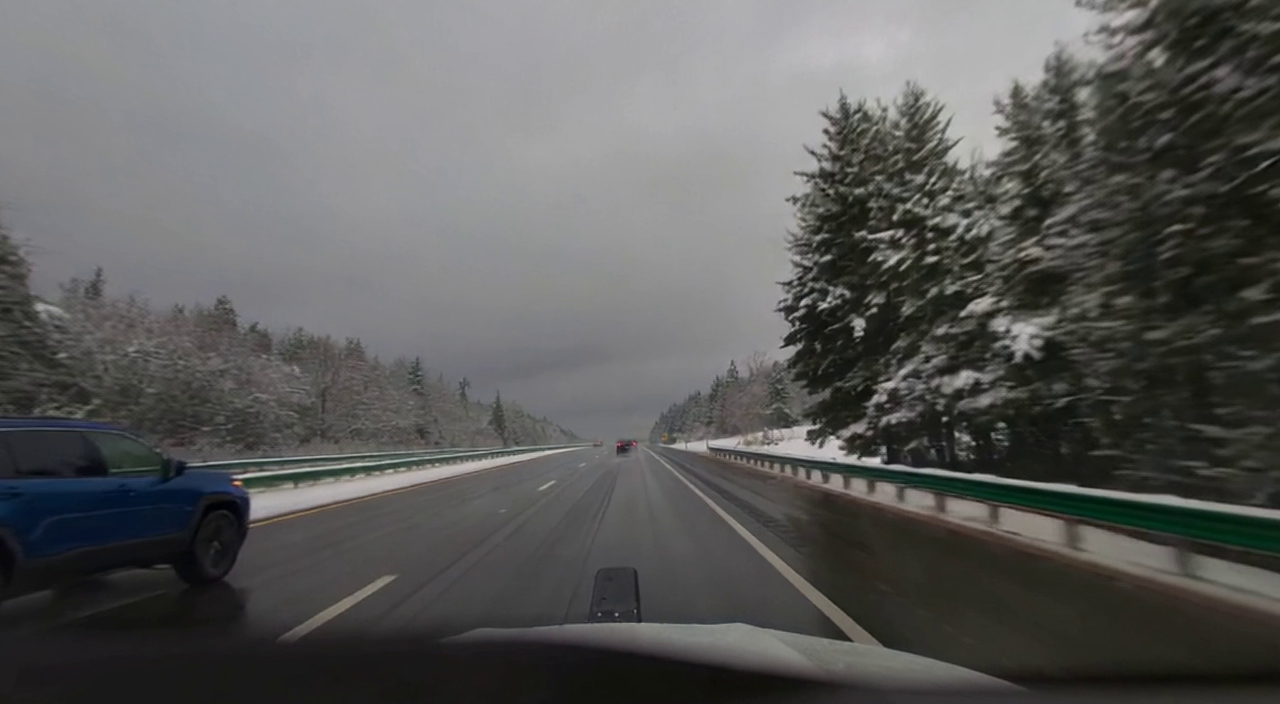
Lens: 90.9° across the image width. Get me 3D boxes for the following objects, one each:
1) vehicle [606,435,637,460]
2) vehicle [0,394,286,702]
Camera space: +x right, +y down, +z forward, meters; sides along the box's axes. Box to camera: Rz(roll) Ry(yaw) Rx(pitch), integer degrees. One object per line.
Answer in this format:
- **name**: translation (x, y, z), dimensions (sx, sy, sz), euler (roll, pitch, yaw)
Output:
- **vehicle**: translation (-1.107, 5.879, 38.873), dimensions (1.836, 1.450, 3.519), euler (0, -8, -1)
- **vehicle**: translation (-4.273, 1.010, 3.324), dimensions (2.072, 1.545, 4.767), euler (0, -8, 0)
